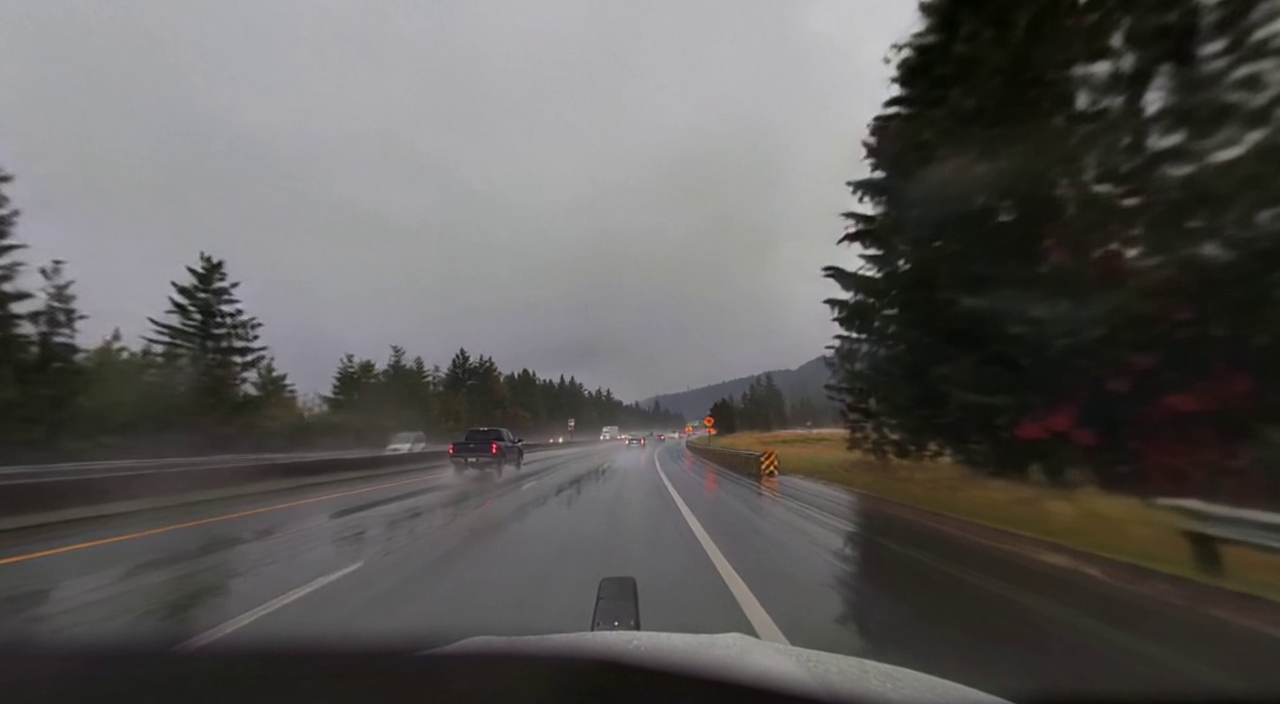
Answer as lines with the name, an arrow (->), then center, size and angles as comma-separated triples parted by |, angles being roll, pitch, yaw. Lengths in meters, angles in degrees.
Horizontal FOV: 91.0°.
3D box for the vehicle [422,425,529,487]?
vehicle -> -4.817, 3.121, 19.172 | 2.075, 1.653, 4.317 | -1, -8, 0
